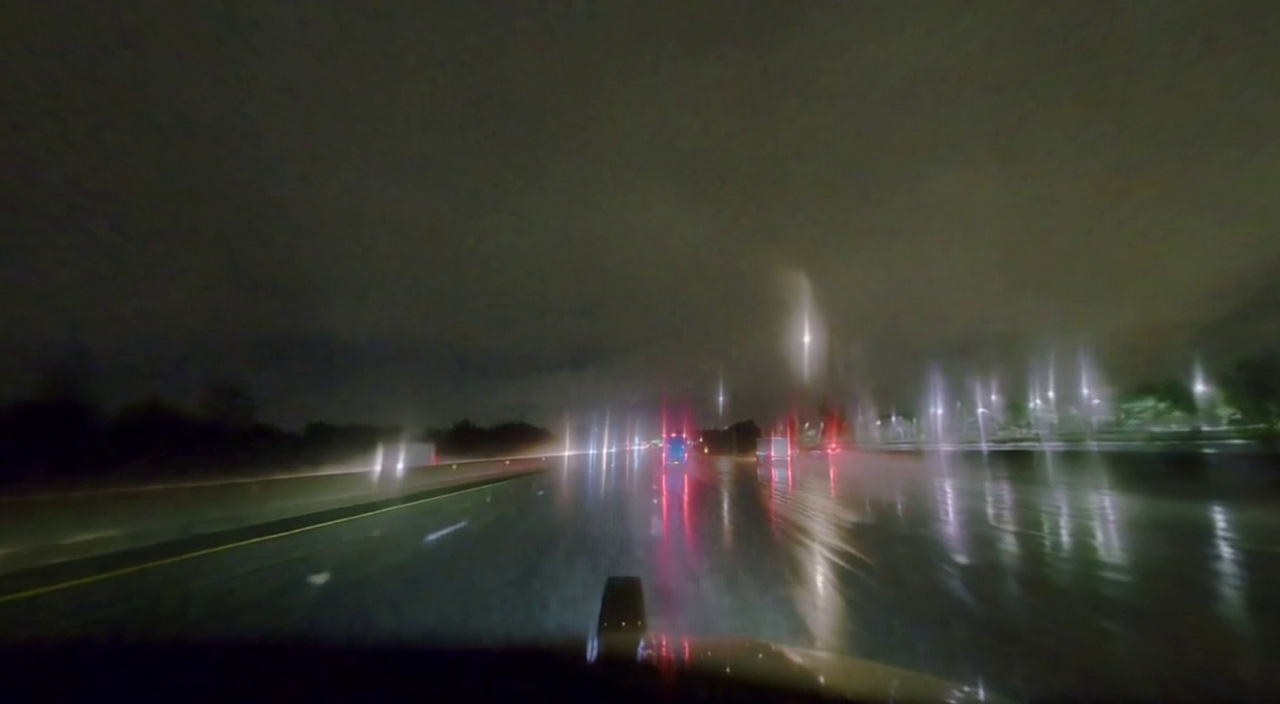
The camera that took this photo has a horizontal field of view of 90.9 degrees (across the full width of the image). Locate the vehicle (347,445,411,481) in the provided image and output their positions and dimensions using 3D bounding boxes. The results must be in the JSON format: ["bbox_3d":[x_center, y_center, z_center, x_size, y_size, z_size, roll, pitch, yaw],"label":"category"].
[{"bbox_3d":[-20.329,8.657,49.400,2.287,2.643,5.970,-1,-9,1],"label":"vehicle"}]
